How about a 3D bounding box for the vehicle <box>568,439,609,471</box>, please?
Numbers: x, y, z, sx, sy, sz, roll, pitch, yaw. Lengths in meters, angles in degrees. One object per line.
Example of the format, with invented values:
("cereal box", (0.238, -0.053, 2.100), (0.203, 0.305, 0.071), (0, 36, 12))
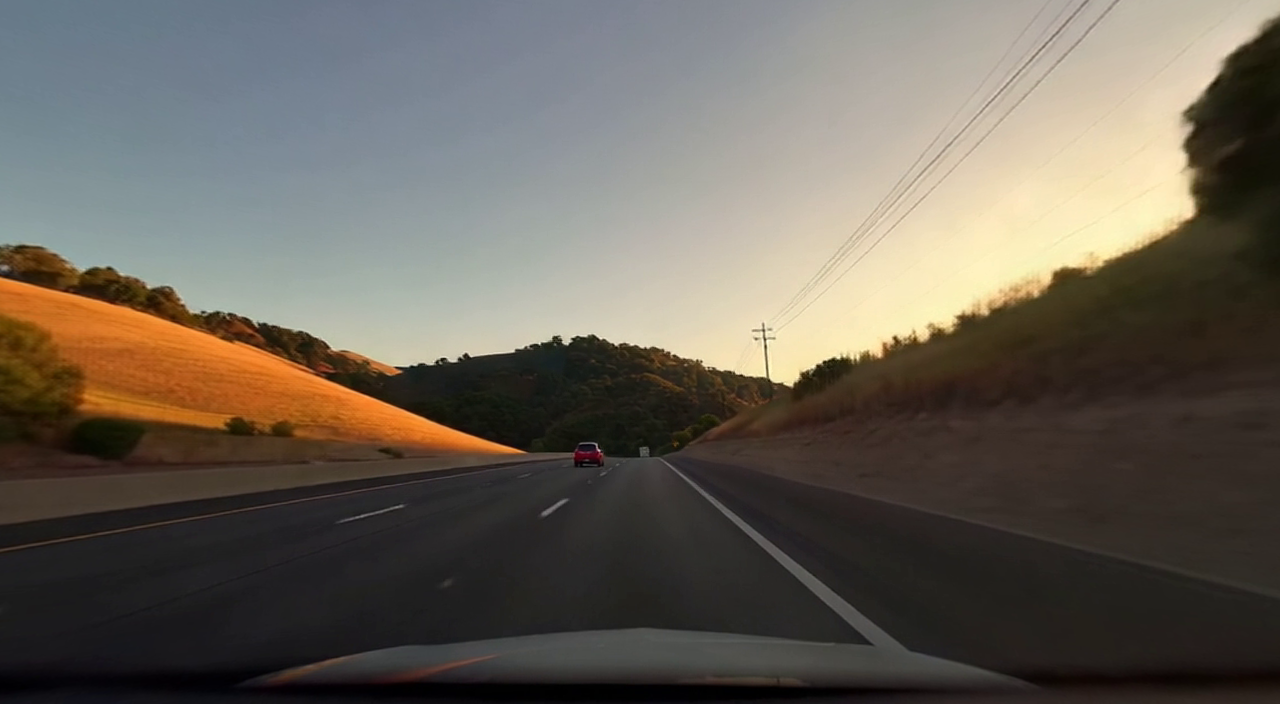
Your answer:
("vehicle", (-3.179, 6.477, 39.907), (2.136, 1.845, 4.515), (0, -8, 1))
